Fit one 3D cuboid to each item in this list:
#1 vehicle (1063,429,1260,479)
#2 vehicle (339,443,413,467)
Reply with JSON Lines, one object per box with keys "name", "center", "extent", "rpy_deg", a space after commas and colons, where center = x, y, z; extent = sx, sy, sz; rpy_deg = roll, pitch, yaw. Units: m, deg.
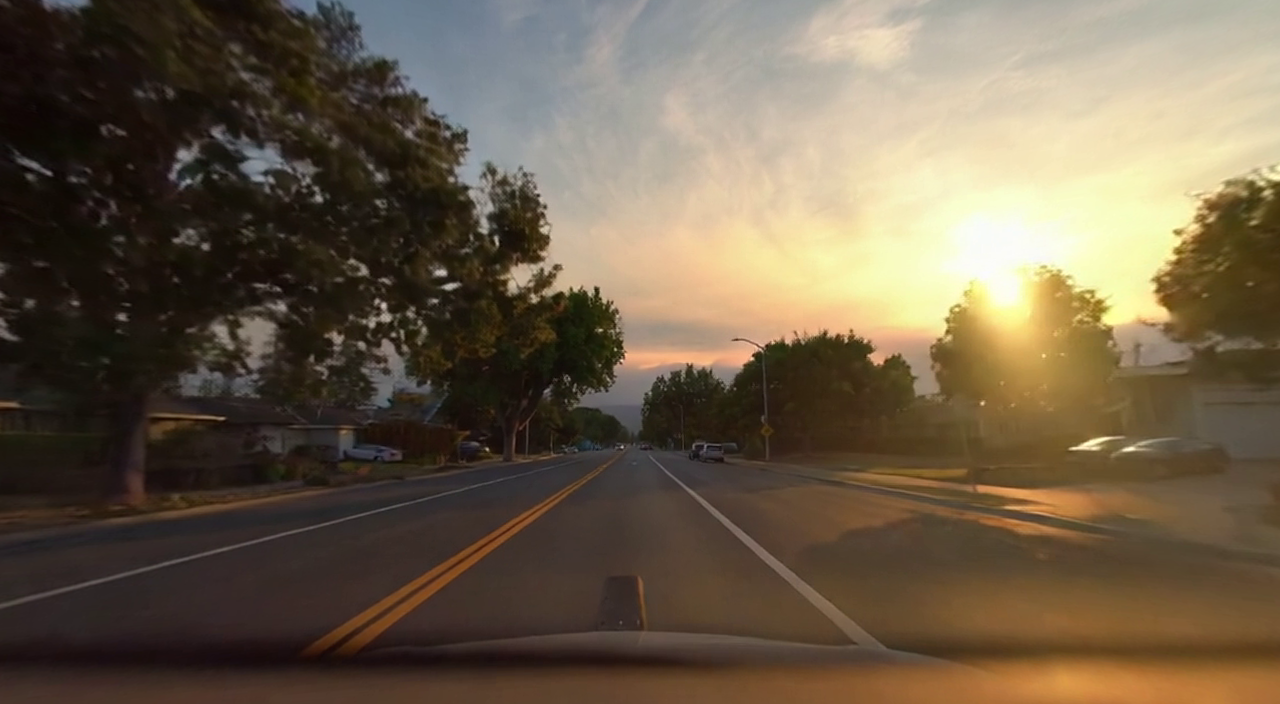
{"name": "vehicle", "center": [16.817, 3.306, 20.609], "extent": [4.443, 1.497, 2.168], "rpy_deg": [0, -8, 3]}
{"name": "vehicle", "center": [-19.626, 7.673, 47.058], "extent": [4.497, 1.674, 2.168], "rpy_deg": [-1, -9, 4]}
